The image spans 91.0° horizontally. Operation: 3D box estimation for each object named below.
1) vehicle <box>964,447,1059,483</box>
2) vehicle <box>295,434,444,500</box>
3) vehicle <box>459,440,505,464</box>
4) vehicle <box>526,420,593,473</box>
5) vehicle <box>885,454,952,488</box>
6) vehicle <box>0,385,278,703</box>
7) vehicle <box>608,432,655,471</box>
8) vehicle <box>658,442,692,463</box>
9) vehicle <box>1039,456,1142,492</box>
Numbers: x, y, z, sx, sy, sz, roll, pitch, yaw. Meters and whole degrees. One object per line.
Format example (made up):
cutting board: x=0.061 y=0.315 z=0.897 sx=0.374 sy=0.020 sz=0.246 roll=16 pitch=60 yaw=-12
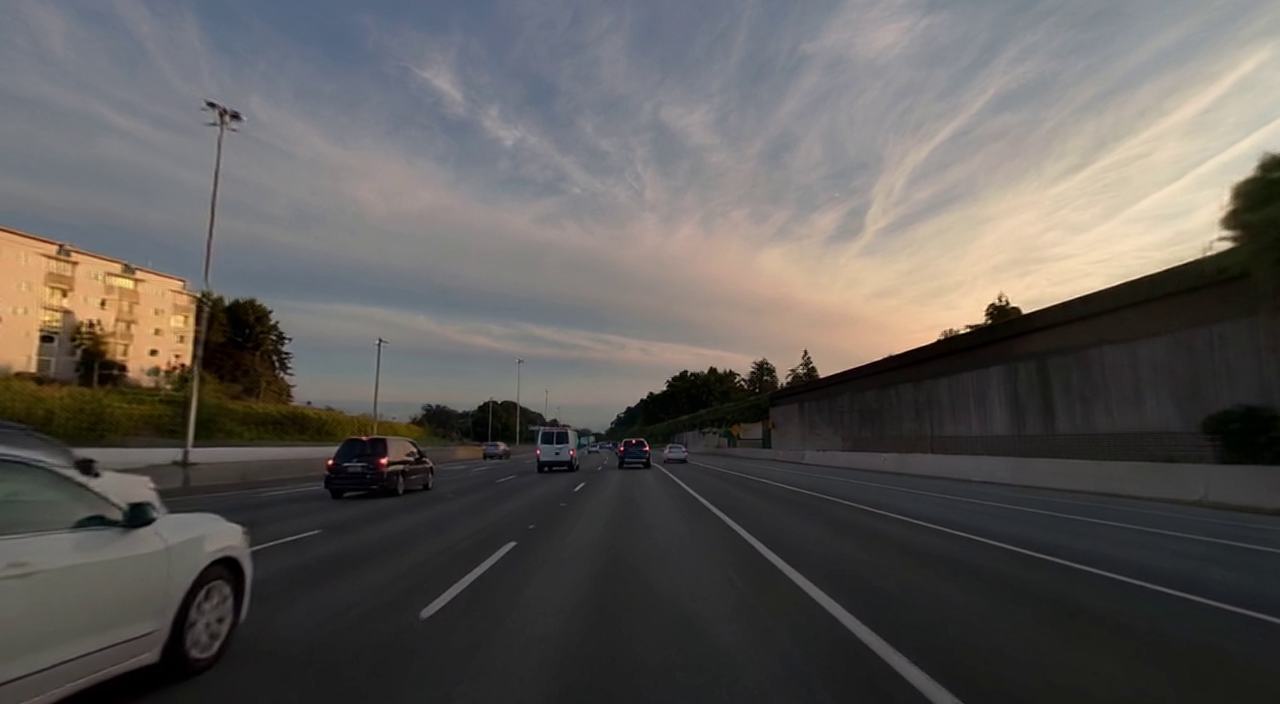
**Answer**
vehicle: x=20.985 y=6.378 z=35.909 sx=2.083 sy=1.873 sz=5.209 roll=0 pitch=-9 yaw=-1
vehicle: x=-6.933 y=2.988 z=16.794 sx=1.959 sy=1.493 sz=4.575 roll=0 pitch=-9 yaw=0
vehicle: x=-10.912 y=6.957 z=43.835 sx=2.014 sy=1.549 sz=4.957 roll=0 pitch=-9 yaw=-1
vehicle: x=-3.749 y=4.592 z=30.620 sx=2.504 sy=2.276 sz=5.933 roll=0 pitch=-9 yaw=0
vehicle: x=14.142 y=6.037 z=32.168 sx=1.810 sy=1.391 sz=3.473 roll=4 pitch=-8 yaw=0
vehicle: x=-3.287 y=0.808 z=1.797 sx=1.963 sy=1.507 sz=4.172 roll=0 pitch=-9 yaw=1
vehicle: x=-0.429 y=5.015 z=31.694 sx=2.207 sy=1.807 sz=4.199 roll=0 pitch=-9 yaw=0
vehicle: x=2.557 y=7.512 z=47.072 sx=2.127 sy=1.513 sz=4.501 roll=0 pitch=-9 yaw=-2
vehicle: x=21.061 y=5.686 z=29.629 sx=1.789 sy=1.531 sz=3.983 roll=0 pitch=-9 yaw=-2
